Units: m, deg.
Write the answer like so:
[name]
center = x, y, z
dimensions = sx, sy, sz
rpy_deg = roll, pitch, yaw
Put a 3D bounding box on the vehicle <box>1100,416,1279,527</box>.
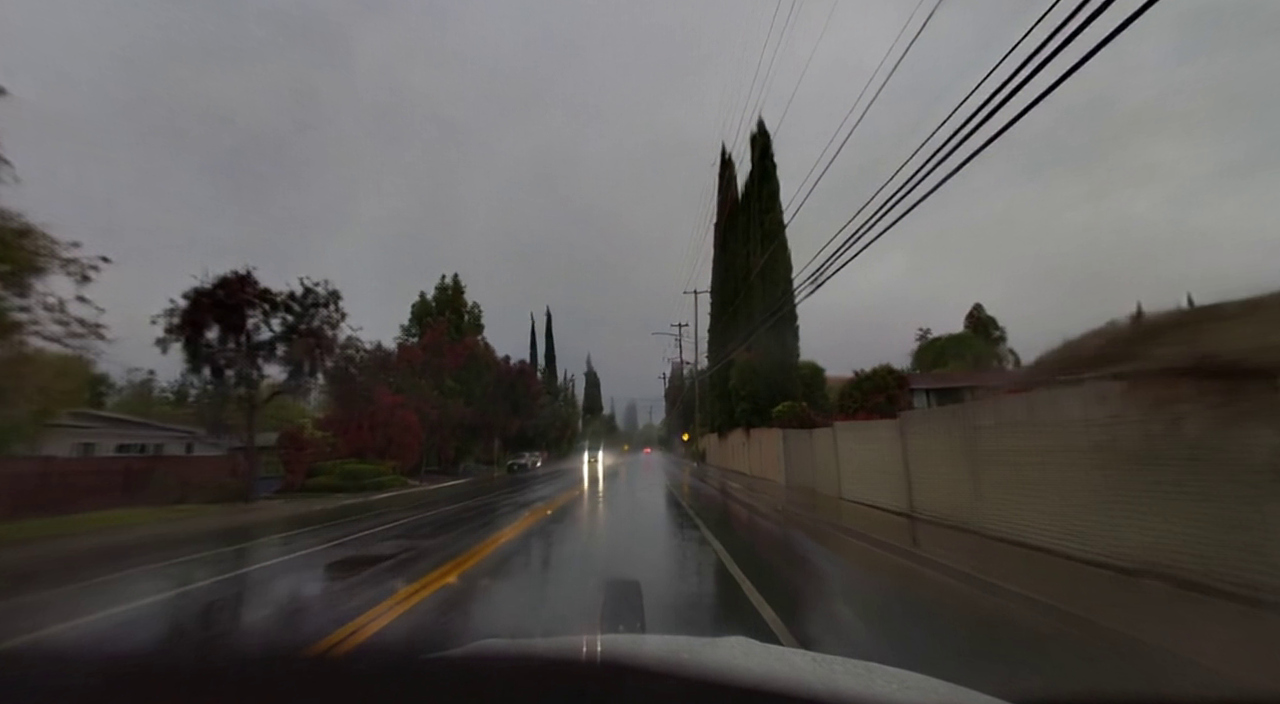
[vehicle]
center = 10.843, 1.950, 10.776
dimensions = 2.194, 1.577, 4.838
rpy_deg = -5, -9, -1
